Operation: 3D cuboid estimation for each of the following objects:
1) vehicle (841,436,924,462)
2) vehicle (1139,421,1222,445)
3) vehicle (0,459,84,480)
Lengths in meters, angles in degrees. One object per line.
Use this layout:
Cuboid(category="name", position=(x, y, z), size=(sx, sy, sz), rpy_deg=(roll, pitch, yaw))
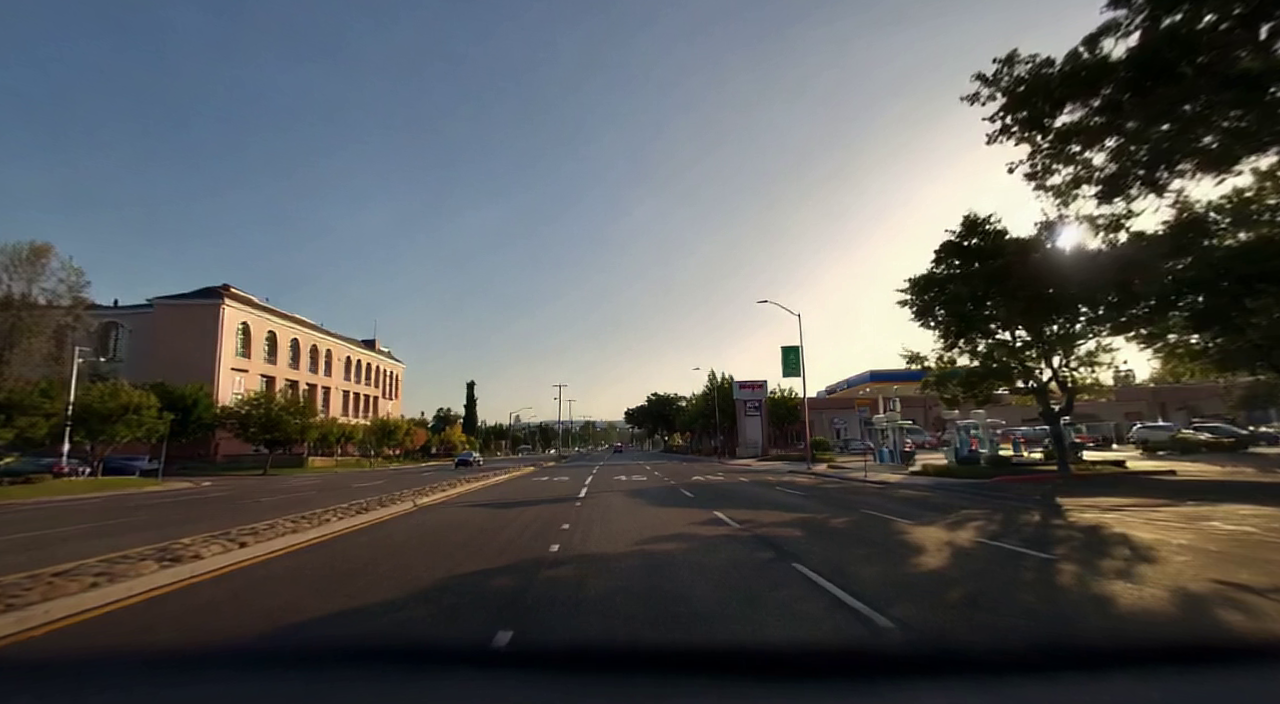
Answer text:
Cuboid(category="vehicle", position=(15.722, 6.319, 41.059), size=(4.548, 1.568, 1.953), rpy_deg=(0, -10, -2))
Cuboid(category="vehicle", position=(40.456, 6.114, 47.449), size=(1.889, 1.699, 4.777), rpy_deg=(0, -8, -1))
Cuboid(category="vehicle", position=(-47.027, 9.197, 49.765), size=(2.009, 1.408, 4.847), rpy_deg=(-3, -9, 1))
